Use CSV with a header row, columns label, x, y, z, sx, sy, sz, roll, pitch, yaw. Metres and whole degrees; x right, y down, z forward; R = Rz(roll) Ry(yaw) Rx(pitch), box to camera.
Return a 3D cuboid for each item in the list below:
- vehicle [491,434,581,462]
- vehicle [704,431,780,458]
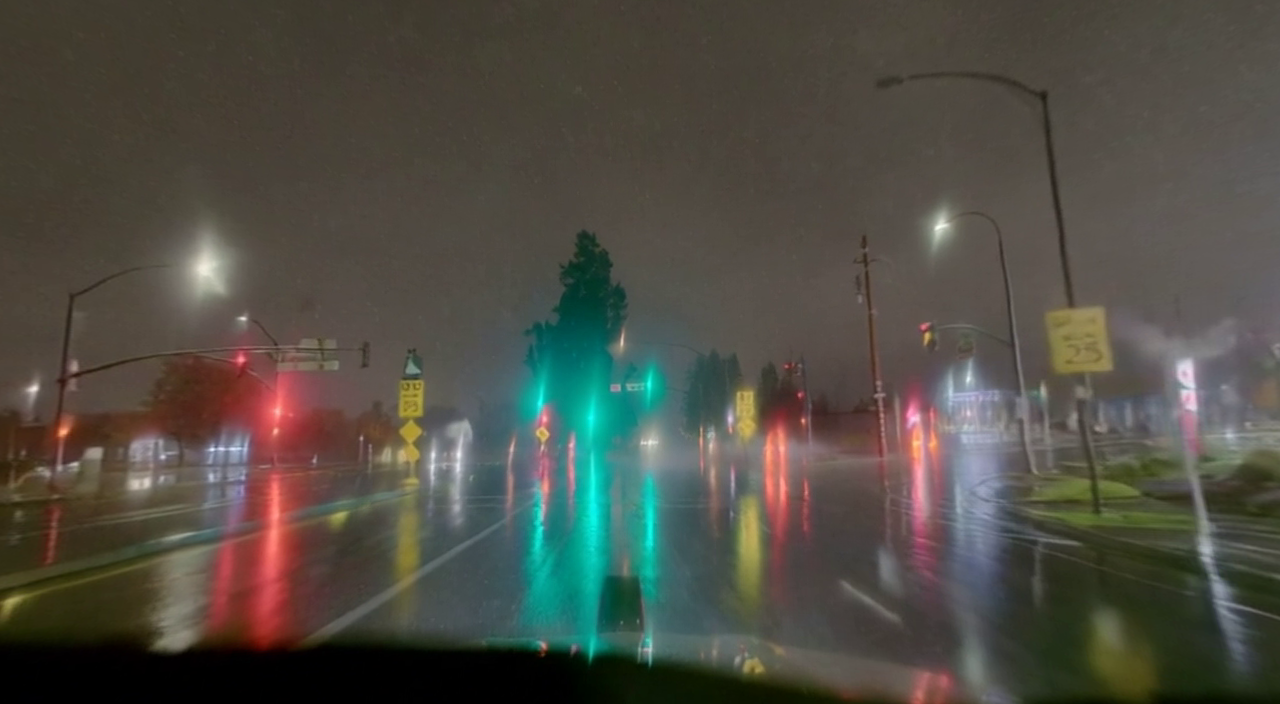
label,x,y,z,sx,sy,sz,roll,pitch,yaw
vehicle,-5.904,5.453,36.123,4.709,1.501,1.895,5,-10,-32
vehicle,6.471,5.900,40.425,4.478,1.678,1.870,0,-8,-3
